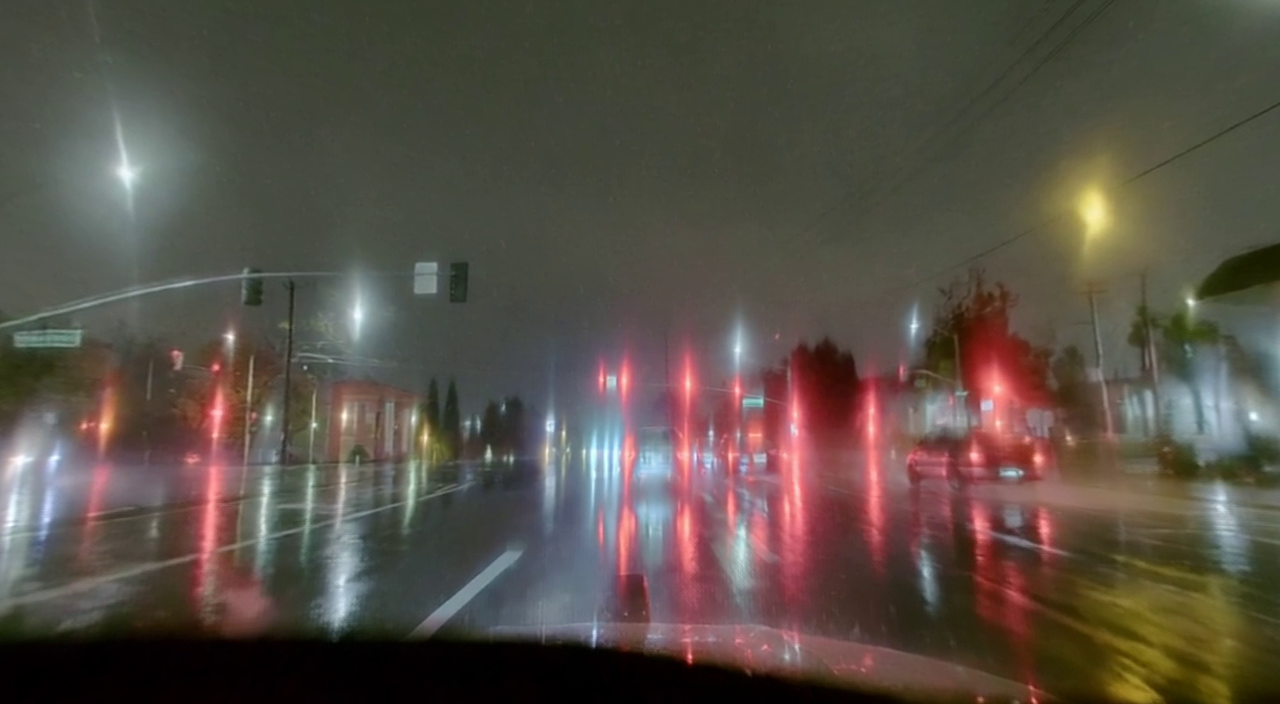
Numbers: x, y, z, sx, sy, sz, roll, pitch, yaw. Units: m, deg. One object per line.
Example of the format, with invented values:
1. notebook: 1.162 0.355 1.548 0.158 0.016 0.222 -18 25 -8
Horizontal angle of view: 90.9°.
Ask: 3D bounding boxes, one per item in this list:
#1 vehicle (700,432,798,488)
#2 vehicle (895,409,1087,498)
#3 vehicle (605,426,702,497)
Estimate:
1. vehicle: 2.999 3.092 18.327 1.994 1.436 4.169 0 -8 -2
2. vehicle: 8.501 2.517 15.959 2.132 1.892 4.851 0 -8 2
3. vehicle: 0.273 2.734 16.108 2.099 1.516 4.681 0 -8 -1
